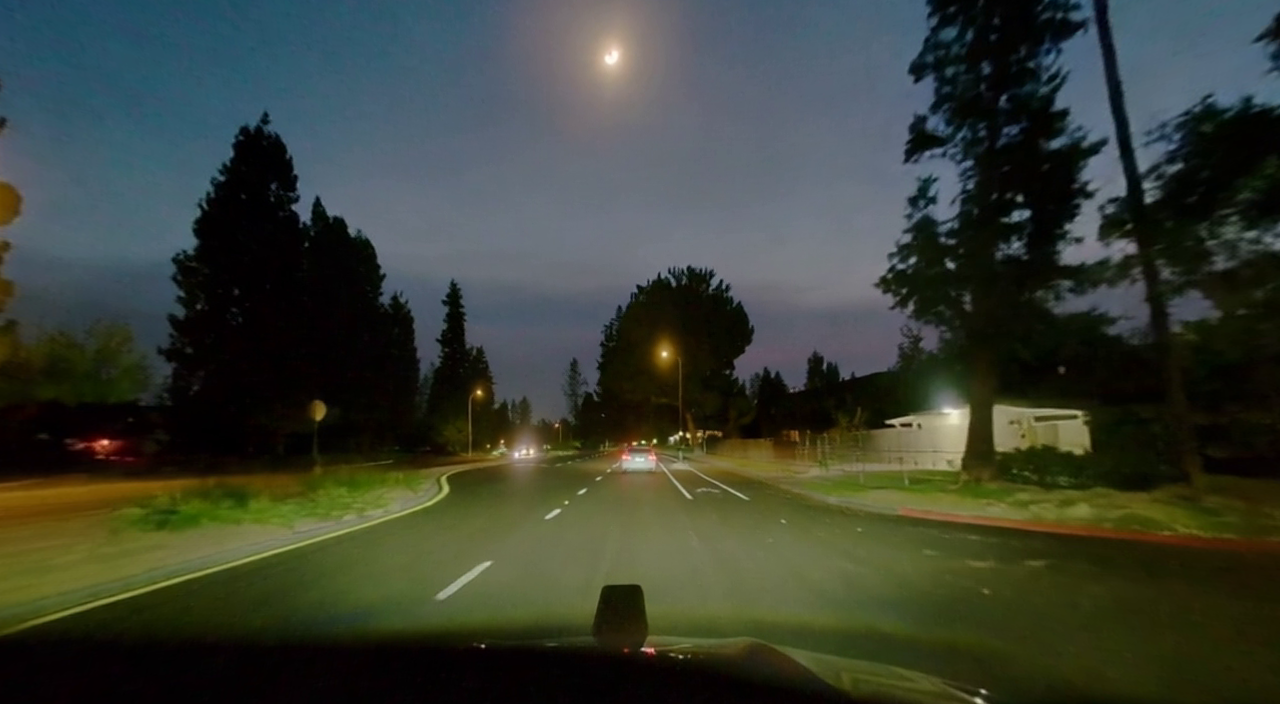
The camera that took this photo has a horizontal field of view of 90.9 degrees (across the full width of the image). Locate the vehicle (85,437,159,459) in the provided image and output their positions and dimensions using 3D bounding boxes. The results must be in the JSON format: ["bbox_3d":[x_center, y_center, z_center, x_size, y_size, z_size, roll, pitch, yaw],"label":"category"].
[{"bbox_3d":[-35.077,6.506,42.702,3.471,1.391,1.625,0,-8,-1],"label":"vehicle"}]

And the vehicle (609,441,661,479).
[{"bbox_3d":[-0.178,4.495,26.600,2.009,1.456,4.003,0,-8,1],"label":"vehicle"}]

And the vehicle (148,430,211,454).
[{"bbox_3d":[-35.144,6.845,48.156,3.451,1.541,1.784,3,-7,7],"label":"vehicle"}]
